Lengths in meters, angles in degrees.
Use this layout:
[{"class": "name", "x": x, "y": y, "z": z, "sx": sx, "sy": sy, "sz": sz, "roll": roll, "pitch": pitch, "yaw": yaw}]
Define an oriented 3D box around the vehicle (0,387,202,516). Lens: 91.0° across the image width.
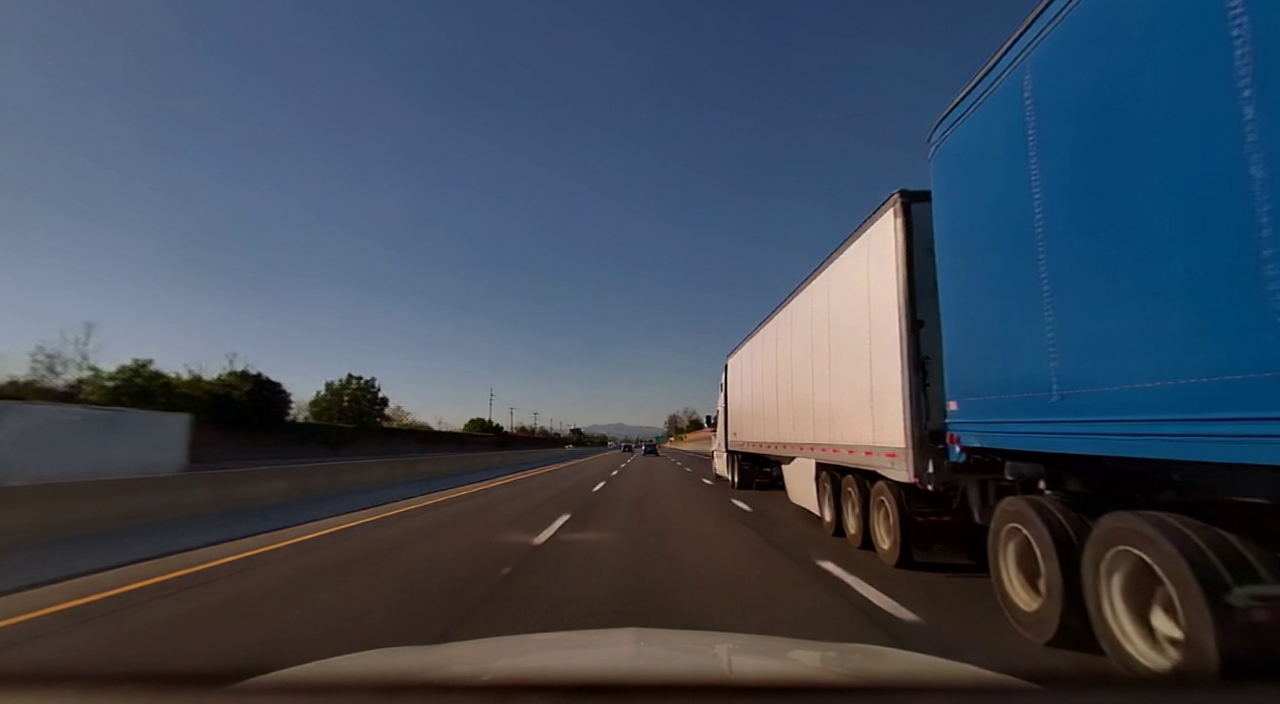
[{"class": "vehicle", "x": -18.944, "y": 3.165, "z": 20.221, "sx": 2.796, "sy": 3.508, "sz": 9.370, "roll": 0, "pitch": -8, "yaw": 1}]
